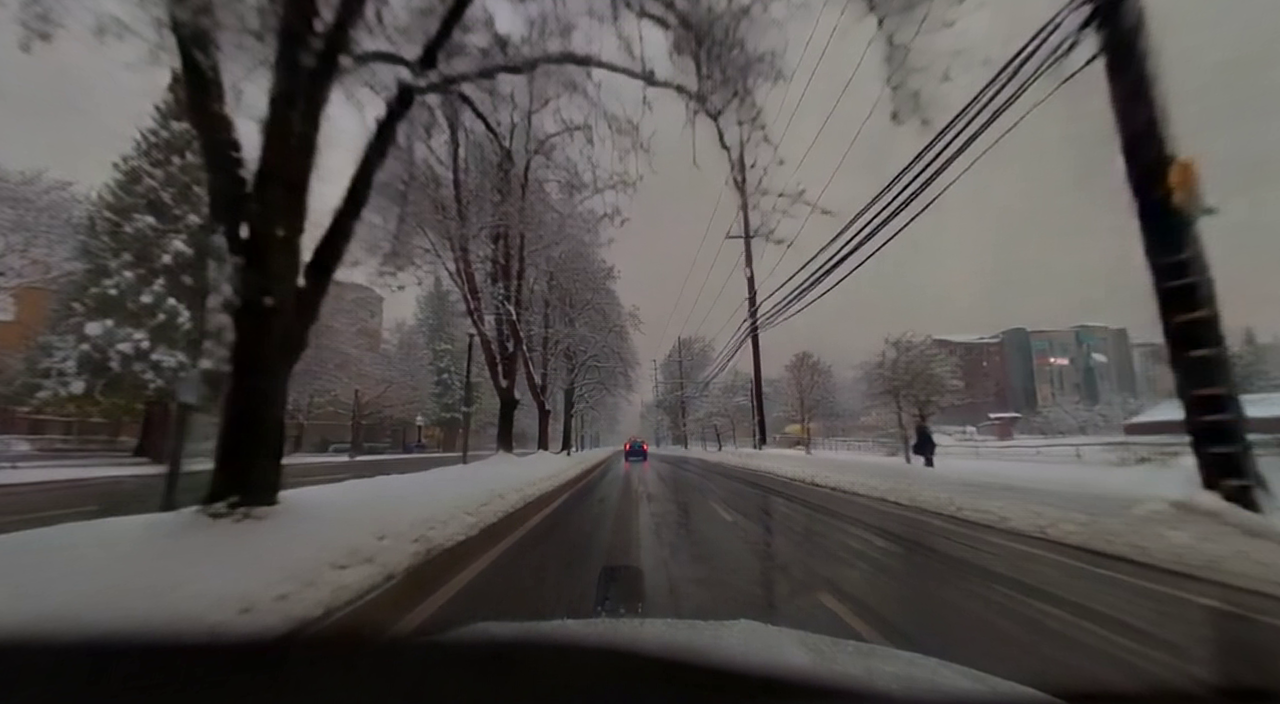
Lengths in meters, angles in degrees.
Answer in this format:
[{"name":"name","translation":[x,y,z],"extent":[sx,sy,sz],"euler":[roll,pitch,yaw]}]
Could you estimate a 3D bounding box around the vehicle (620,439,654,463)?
[{"name":"vehicle","translation":[-0.236,6.512,41.810],"extent":[2.109,1.501,4.042],"euler":[0,-8,-1]}]
